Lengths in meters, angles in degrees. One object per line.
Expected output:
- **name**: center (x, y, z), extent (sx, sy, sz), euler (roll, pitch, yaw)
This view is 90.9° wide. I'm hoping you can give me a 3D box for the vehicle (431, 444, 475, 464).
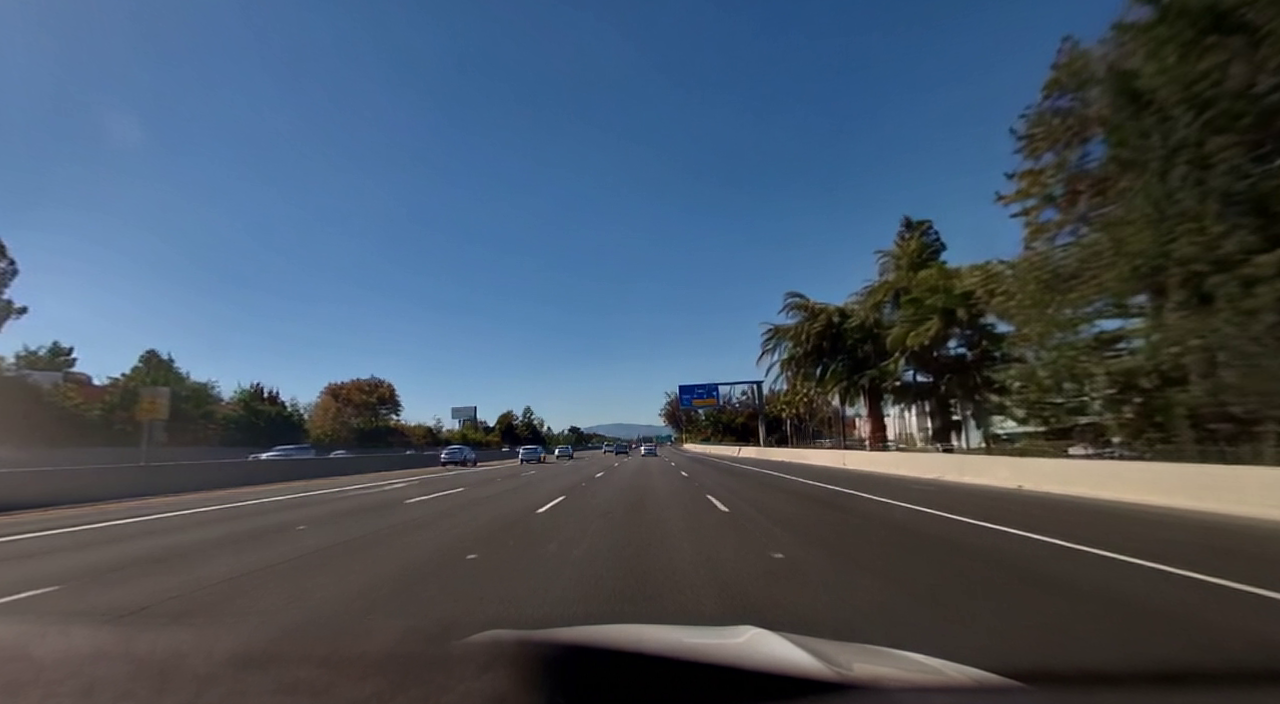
- **vehicle**: center (-14.166, 7.718, 48.014), extent (1.818, 1.377, 4.419), euler (-1, -8, 2)
